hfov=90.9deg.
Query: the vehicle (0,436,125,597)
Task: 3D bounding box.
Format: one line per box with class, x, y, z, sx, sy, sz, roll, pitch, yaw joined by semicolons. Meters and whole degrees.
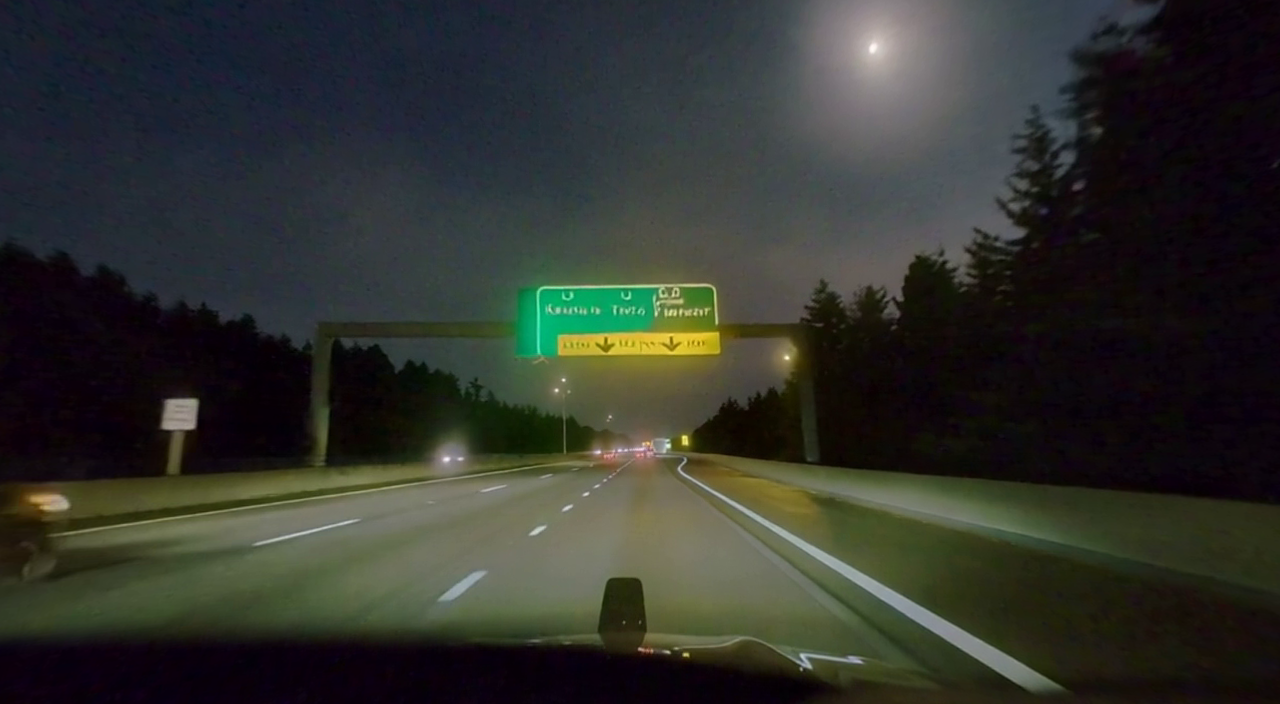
vehicle;-6.832;1.388;4.827;1.835;1.459;4.636;-2;-9;1
